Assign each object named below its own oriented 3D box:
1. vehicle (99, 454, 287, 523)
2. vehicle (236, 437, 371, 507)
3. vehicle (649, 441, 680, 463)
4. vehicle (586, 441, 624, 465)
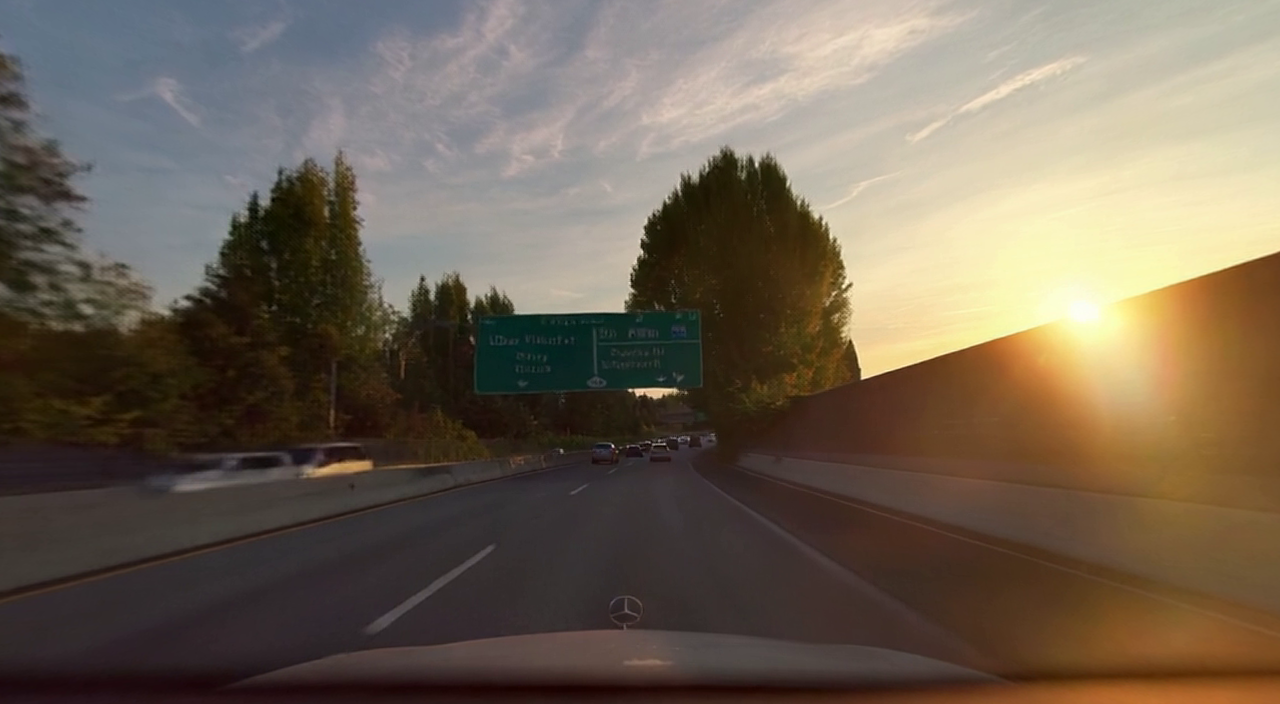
[{"bbox_3d":[-14.459,4.381,20.929,2.085,1.879,5.421,0,-8,2],"label":"vehicle"},{"bbox_3d":[-14.092,4.994,26.878,2.577,2.627,5.306,0,-8,3],"label":"vehicle"},{"bbox_3d":[1.744,7.069,44.676,2.077,1.533,3.854,-1,-8,3],"label":"vehicle"},{"bbox_3d":[-2.234,6.529,40.866,1.985,1.518,3.847,-1,-8,4],"label":"vehicle"}]
